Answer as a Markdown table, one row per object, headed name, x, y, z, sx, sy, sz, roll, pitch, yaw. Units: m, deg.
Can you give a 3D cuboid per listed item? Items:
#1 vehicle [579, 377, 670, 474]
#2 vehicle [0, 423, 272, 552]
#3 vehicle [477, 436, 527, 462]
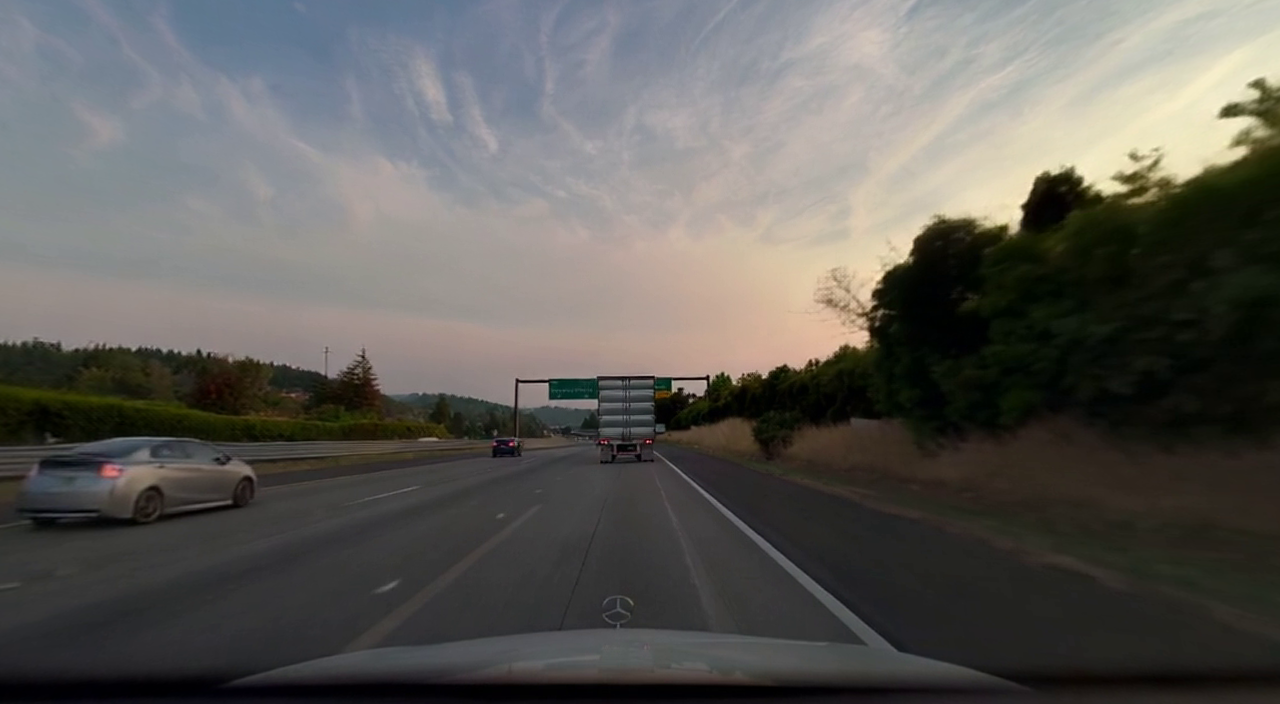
| name | x | y | z | sx | sy | sz | roll | pitch | yaw |
| --- | --- | --- | --- | --- | --- | --- | --- | --- | --- |
| vehicle | -0.668 | 3.476 | 28.712 | 3.033 | 3.223 | 14.836 | 1 | -8 | -1 |
| vehicle | -7.428 | 1.817 | 9.176 | 1.856 | 1.479 | 3.710 | 0 | -8 | 0 |
| vehicle | -8.009 | 5.642 | 36.850 | 1.949 | 1.437 | 4.296 | 0 | -8 | 0 |
